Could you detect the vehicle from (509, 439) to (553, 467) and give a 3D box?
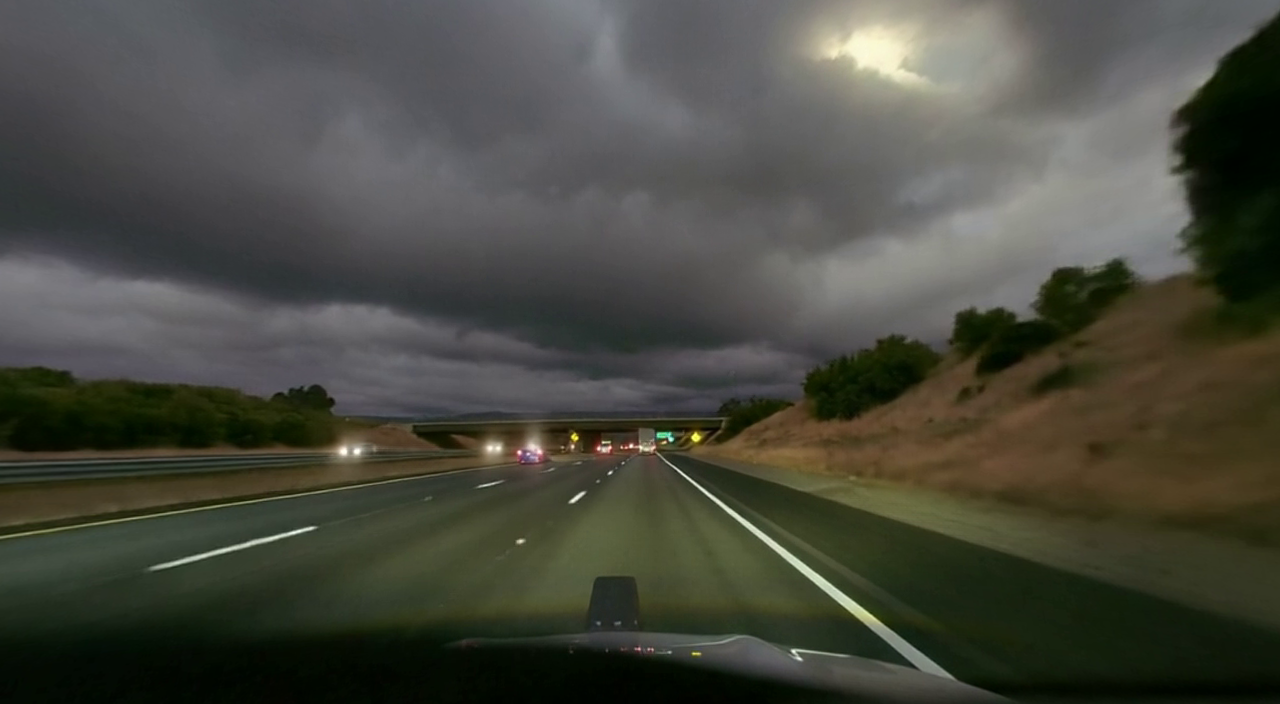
[{"bbox_3d":[-7.052,6.602,41.332,2.070,1.738,4.733,0,-8,0],"label":"vehicle"}]
